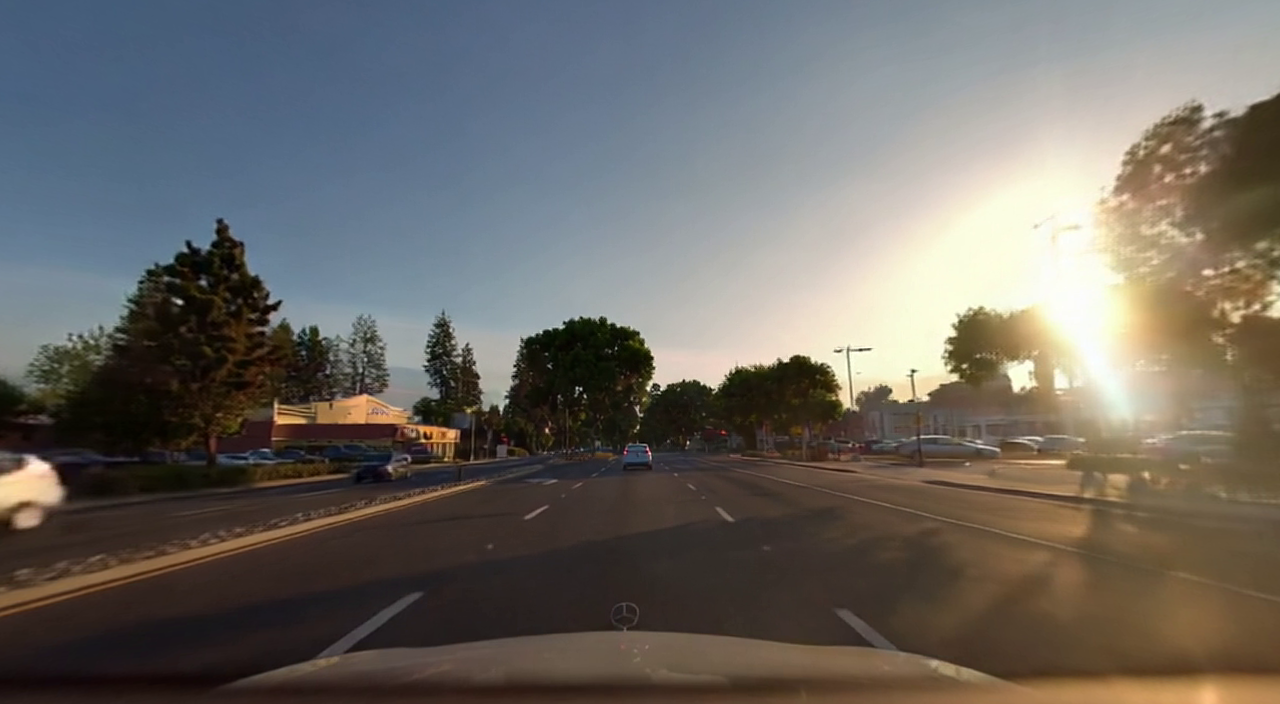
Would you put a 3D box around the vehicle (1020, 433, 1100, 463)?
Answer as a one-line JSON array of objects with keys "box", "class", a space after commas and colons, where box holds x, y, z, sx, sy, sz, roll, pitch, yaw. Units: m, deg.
[{"box": [28.006, 6.462, 42.212, 1.991, 1.877, 5.024, 0, -9, 1], "class": "vehicle"}]

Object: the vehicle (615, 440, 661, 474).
[{"box": [-0.121, 4.854, 29.161, 1.998, 1.452, 3.773, 0, -9, -1], "class": "vehicle"}]

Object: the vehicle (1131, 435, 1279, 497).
[{"box": [16.289, 3.034, 17.087, 1.949, 1.458, 4.865, 0, -9, 0], "class": "vehicle"}]

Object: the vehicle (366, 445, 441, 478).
[{"box": [-11.924, 5.551, 32.120, 2.041, 1.553, 4.433, 0, -9, 1], "class": "vehicle"}]

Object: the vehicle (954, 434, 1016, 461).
[{"box": [26.678, 7.460, 48.893, 2.046, 1.893, 5.097, -3, -9, 2], "class": "vehicle"}]

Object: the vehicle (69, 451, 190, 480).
[{"box": [-26.924, 5.995, 33.330, 4.660, 1.446, 1.870, 1, -9, -3], "class": "vehicle"}]

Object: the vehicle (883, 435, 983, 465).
[{"box": [17.905, 6.007, 38.680, 5.083, 1.778, 2.063, 0, -9, 0], "class": "vehicle"}]

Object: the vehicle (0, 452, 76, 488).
[{"box": [-27.737, 5.083, 27.314, 4.563, 1.480, 1.946, 0, -9, 0], "class": "vehicle"}]
